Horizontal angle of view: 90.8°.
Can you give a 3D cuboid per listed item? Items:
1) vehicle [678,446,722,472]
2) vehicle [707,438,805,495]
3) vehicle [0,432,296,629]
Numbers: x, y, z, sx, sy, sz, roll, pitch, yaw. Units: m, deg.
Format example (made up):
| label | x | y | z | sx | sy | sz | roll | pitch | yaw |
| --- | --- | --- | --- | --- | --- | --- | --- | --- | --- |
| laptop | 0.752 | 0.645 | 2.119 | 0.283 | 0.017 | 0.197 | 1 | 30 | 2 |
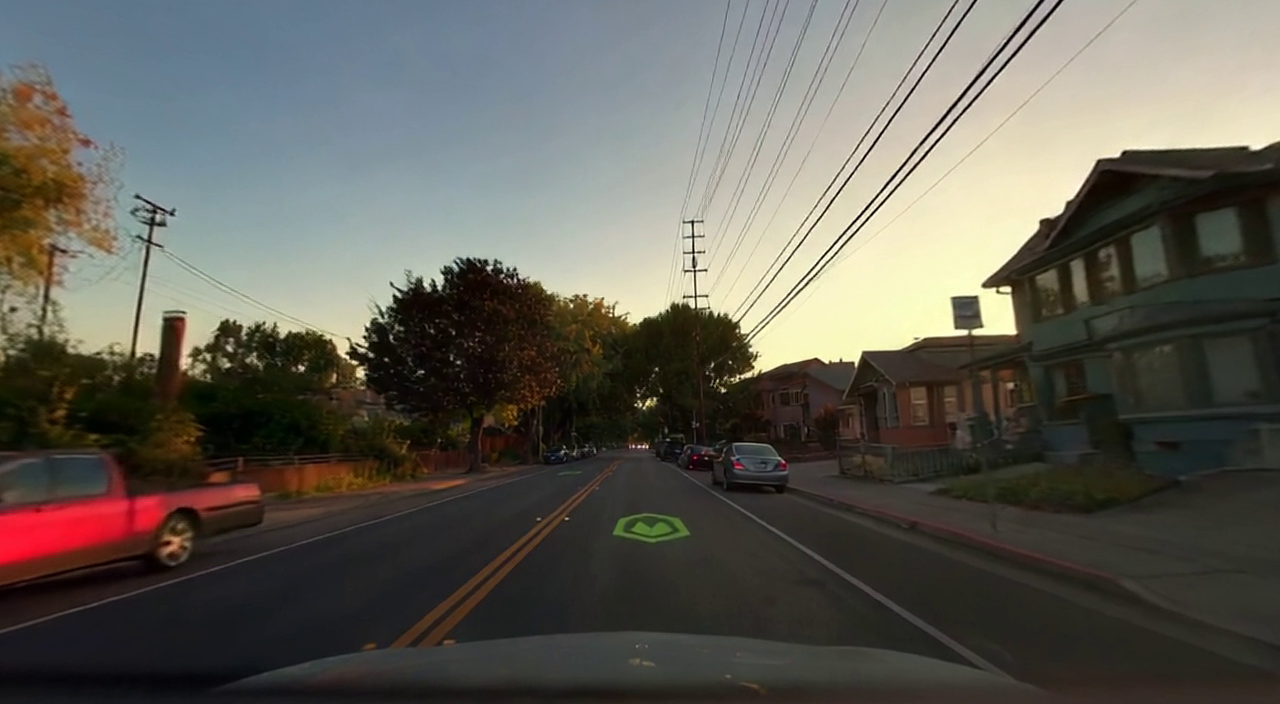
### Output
| label | x | y | z | sx | sy | sz | roll | pitch | yaw |
| --- | --- | --- | --- | --- | --- | --- | --- | --- | --- |
| vehicle | 3.348 | 6.054 | 36.093 | 1.967 | 1.382 | 4.361 | 0 | -8 | -1 |
| vehicle | 3.451 | 3.514 | 19.864 | 2.024 | 1.554 | 4.867 | 0 | -8 | -2 |
| vehicle | -6.628 | 1.791 | 7.132 | 2.195 | 1.684 | 5.802 | -1 | -8 | 1 |
